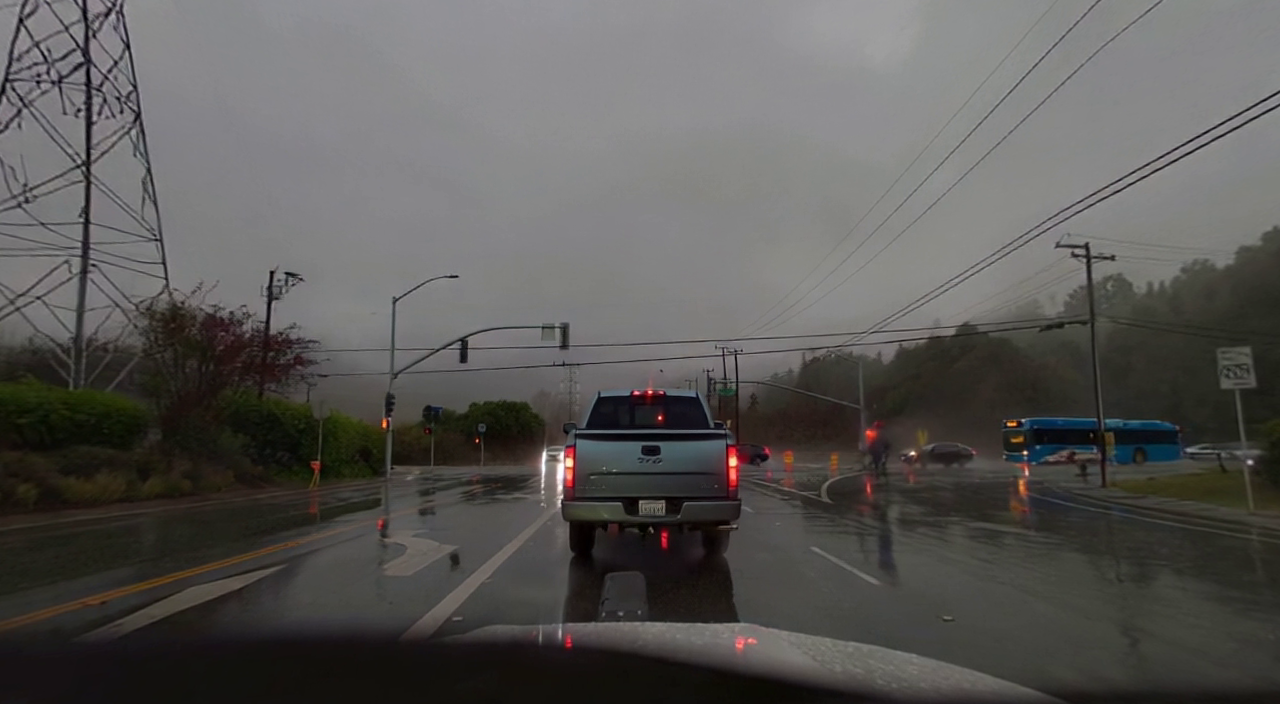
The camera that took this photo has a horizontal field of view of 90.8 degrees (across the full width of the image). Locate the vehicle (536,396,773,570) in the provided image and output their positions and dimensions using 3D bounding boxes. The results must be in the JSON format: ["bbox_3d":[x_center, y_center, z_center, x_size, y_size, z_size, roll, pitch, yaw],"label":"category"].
[{"bbox_3d":[0.118,1.900,10.077,2.707,1.964,5.485,0,-8,-1],"label":"vehicle"}]

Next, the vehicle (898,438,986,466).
[{"bbox_3d":[21.657,7.209,45.463,5.235,1.878,2.107,0,-8,-1],"label":"vehicle"}]

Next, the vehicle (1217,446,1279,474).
[{"bbox_3d":[41.370,7.018,41.260,5.426,1.728,1.999,0,-8,-2],"label":"vehicle"}]

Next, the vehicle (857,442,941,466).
[{"bbox_3d":[16.814,6.637,41.209,4.578,1.490,1.935,-1,-8,3],"label":"vehicle"}]

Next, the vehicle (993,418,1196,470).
[{"bbox_3d":[29.400,5.987,41.250,10.726,3.128,3.003,-1,-8,1],"label":"vehicle"}]
